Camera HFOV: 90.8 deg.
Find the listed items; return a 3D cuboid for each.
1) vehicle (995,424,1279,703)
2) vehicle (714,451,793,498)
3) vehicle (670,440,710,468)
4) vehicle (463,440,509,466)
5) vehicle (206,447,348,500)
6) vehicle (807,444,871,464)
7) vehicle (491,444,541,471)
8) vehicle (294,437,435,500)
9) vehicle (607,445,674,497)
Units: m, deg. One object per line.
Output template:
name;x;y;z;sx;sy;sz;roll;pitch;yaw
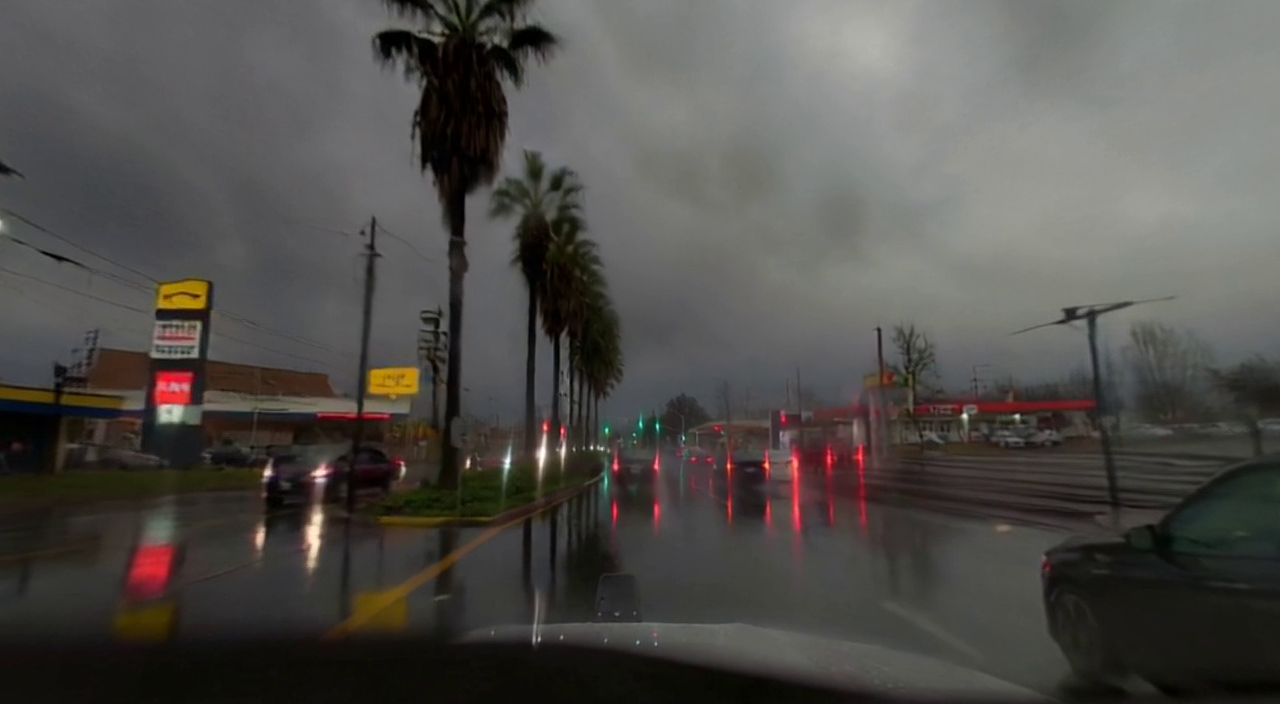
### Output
vehicle;3.572;1.010;2.392;1.987;1.474;4.198;0;-9;0
vehicle;3.862;4.230;22.234;1.889;1.448;4.262;0;-9;-1
vehicle;3.363;6.980;43.312;2.299;1.803;5.434;0;-9;0
vehicle;-11.011;7.268;45.416;1.962;1.745;4.513;-1;-9;3
vehicle;-11.549;3.876;20.557;1.908;1.506;4.397;0;-9;2
vehicle;15.053;7.742;47.919;4.293;1.438;1.773;0;-9;1
vehicle;-7.464;6.419;38.632;2.052;1.483;4.751;0;-9;1
vehicle;-8.482;3.626;20.092;1.980;1.719;4.963;-1;-9;4
vehicle;-0.066;3.895;21.103;2.021;1.550;4.090;0;-9;-2
